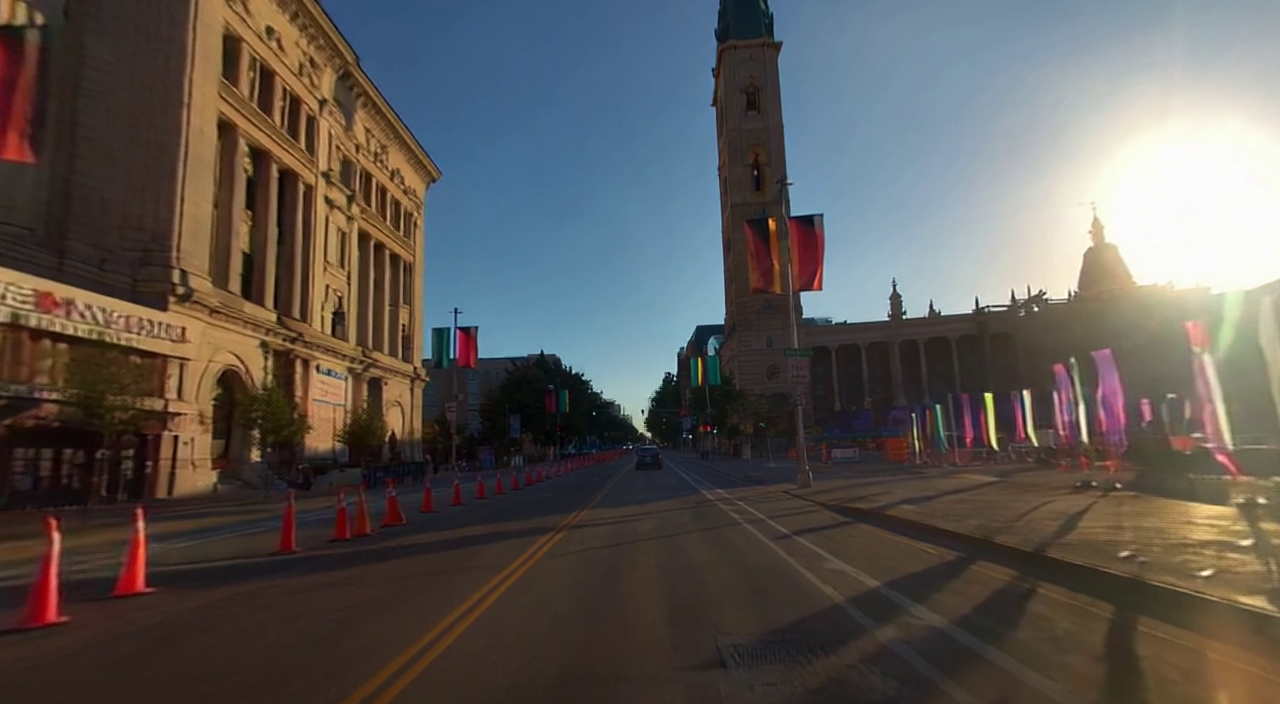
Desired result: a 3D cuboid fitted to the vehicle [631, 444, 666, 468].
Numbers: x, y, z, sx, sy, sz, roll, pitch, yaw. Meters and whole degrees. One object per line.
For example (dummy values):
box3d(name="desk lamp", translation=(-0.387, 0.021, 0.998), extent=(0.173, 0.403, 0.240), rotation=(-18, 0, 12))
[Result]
box3d(name="vehicle", translation=(0.555, 7.040, 42.781), extent=(2.216, 1.492, 4.725), rotation=(0, -8, 1))
